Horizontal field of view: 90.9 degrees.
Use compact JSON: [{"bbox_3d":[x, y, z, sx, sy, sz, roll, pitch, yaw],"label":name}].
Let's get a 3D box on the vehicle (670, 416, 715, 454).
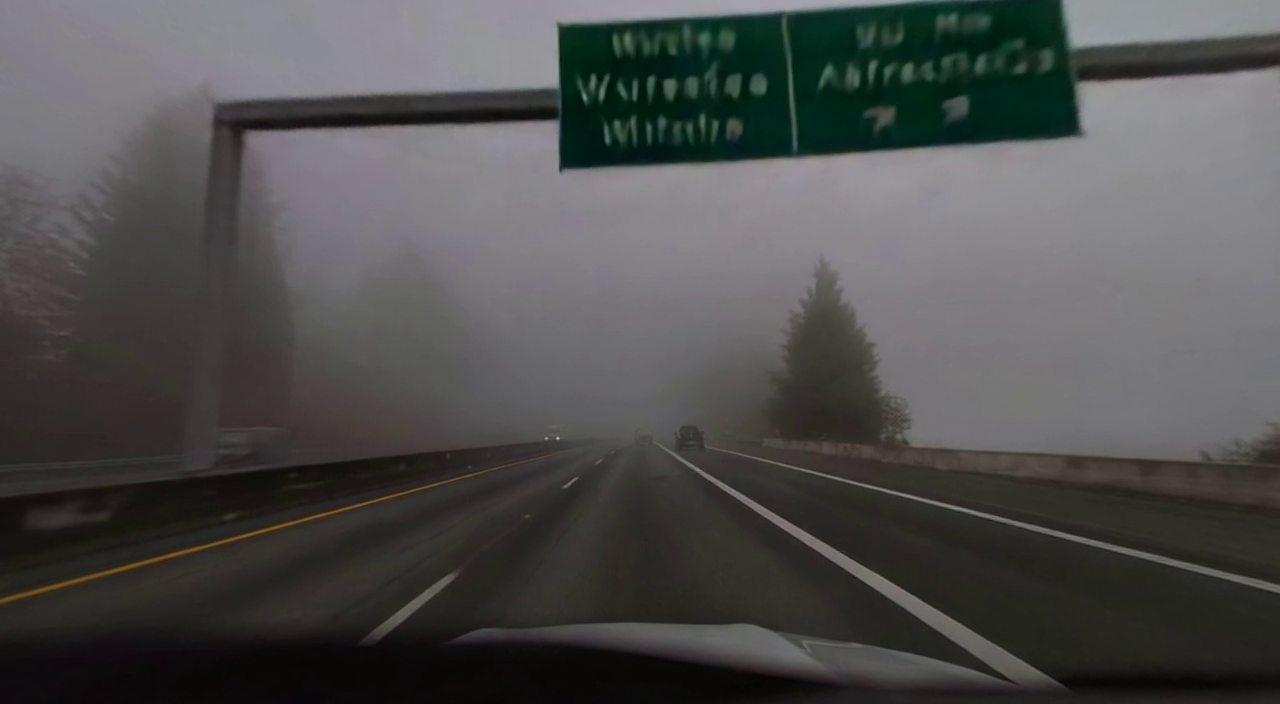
[{"bbox_3d":[3.367,5.459,41.306,2.450,2.314,4.753,0,-8,-1],"label":"vehicle"}]
